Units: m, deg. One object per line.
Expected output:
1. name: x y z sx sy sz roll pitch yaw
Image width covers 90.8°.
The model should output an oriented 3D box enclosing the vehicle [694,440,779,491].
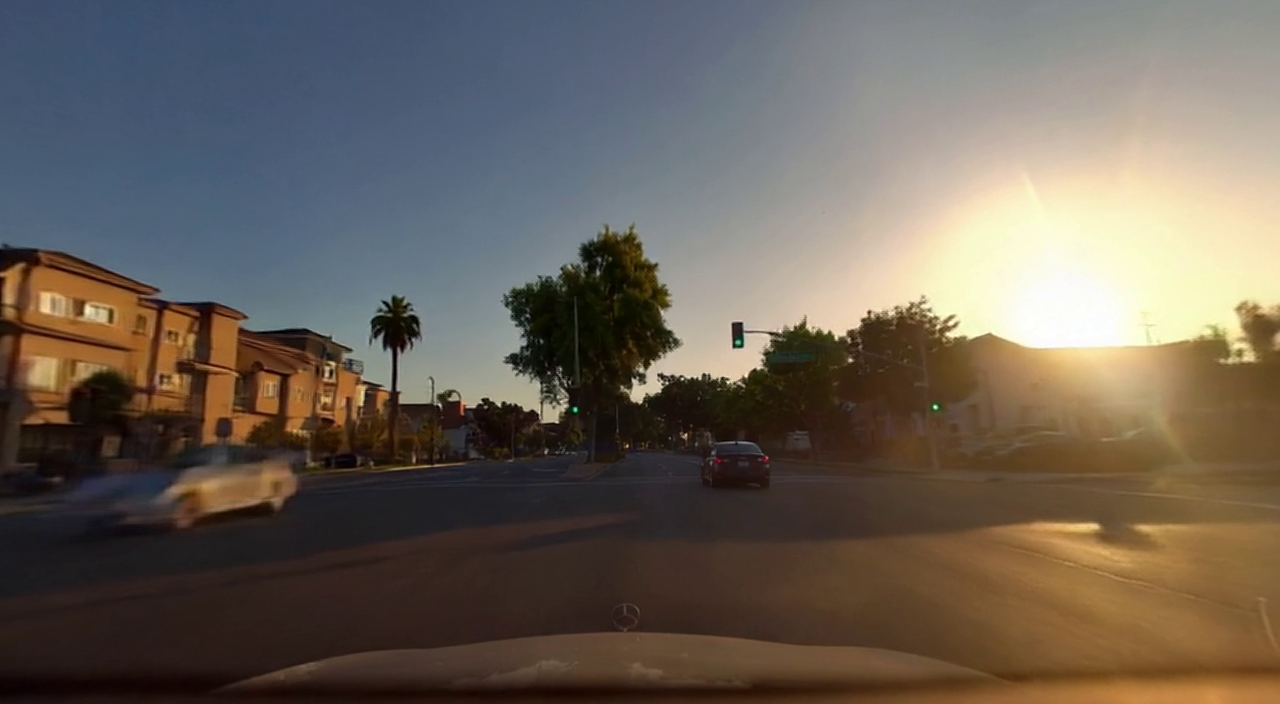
1. vehicle: 2.975 3.608 20.392 1.964 1.448 4.295 0 -8 -2

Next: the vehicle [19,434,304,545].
1. vehicle: -8.720 2.494 12.206 2.010 1.718 4.443 0 -8 0
